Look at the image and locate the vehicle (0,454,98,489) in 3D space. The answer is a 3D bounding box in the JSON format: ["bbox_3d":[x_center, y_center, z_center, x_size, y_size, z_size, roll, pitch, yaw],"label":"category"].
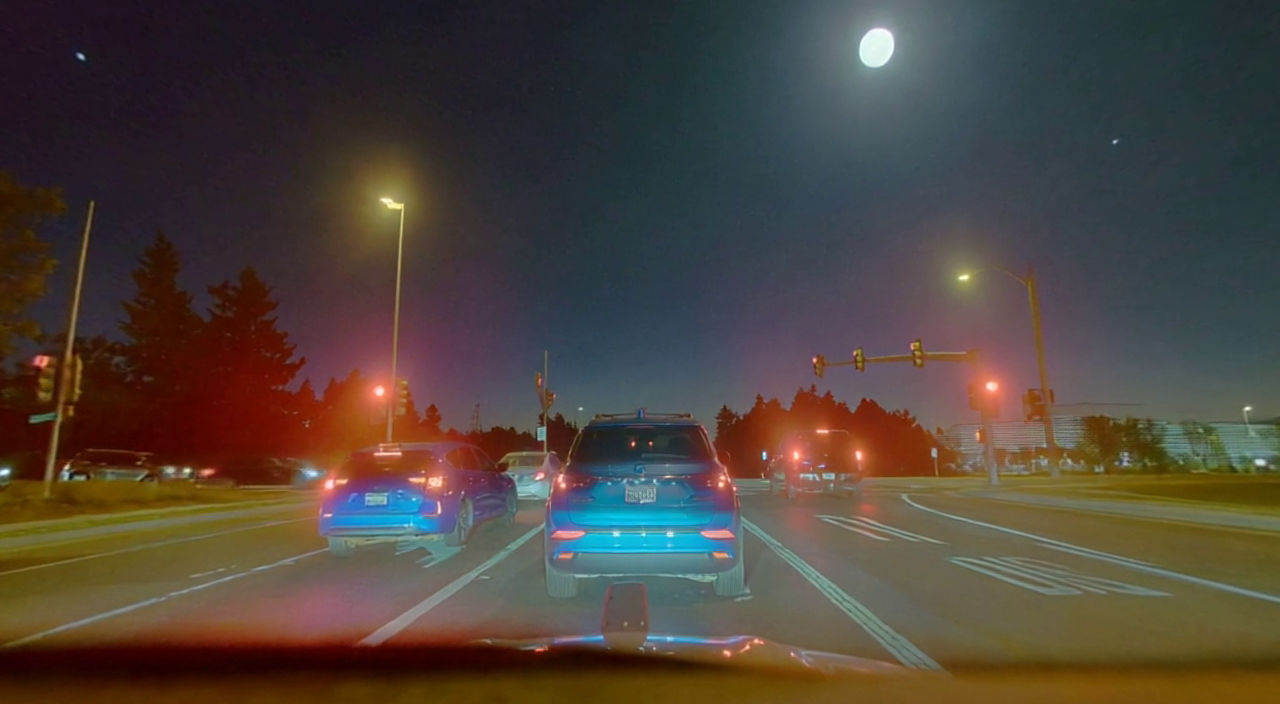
[{"bbox_3d":[-27.114,5.270,27.942,4.198,1.444,1.765,2,-9,-15],"label":"vehicle"}]

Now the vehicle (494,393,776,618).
[{"bbox_3d":[-0.034,1.524,7.179,2.203,1.757,4.286,0,-8,0],"label":"vehicle"}]

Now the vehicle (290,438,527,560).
[{"bbox_3d":[-3.194,2.099,9.855,1.913,1.453,4.413,0,-8,2],"label":"vehicle"}]

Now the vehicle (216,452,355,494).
[{"bbox_3d":[-13.590,4.643,24.452,4.308,1.494,1.829,2,-9,-15],"label":"vehicle"}]

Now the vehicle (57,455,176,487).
[{"bbox_3d":[-26.089,5.929,31.564,4.140,1.444,1.742,2,-8,-16],"label":"vehicle"}]

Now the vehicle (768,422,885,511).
[{"bbox_3d":[4.807,2.993,16.919,2.084,2.053,4.073,-1,-8,4],"label":"vehicle"}]
